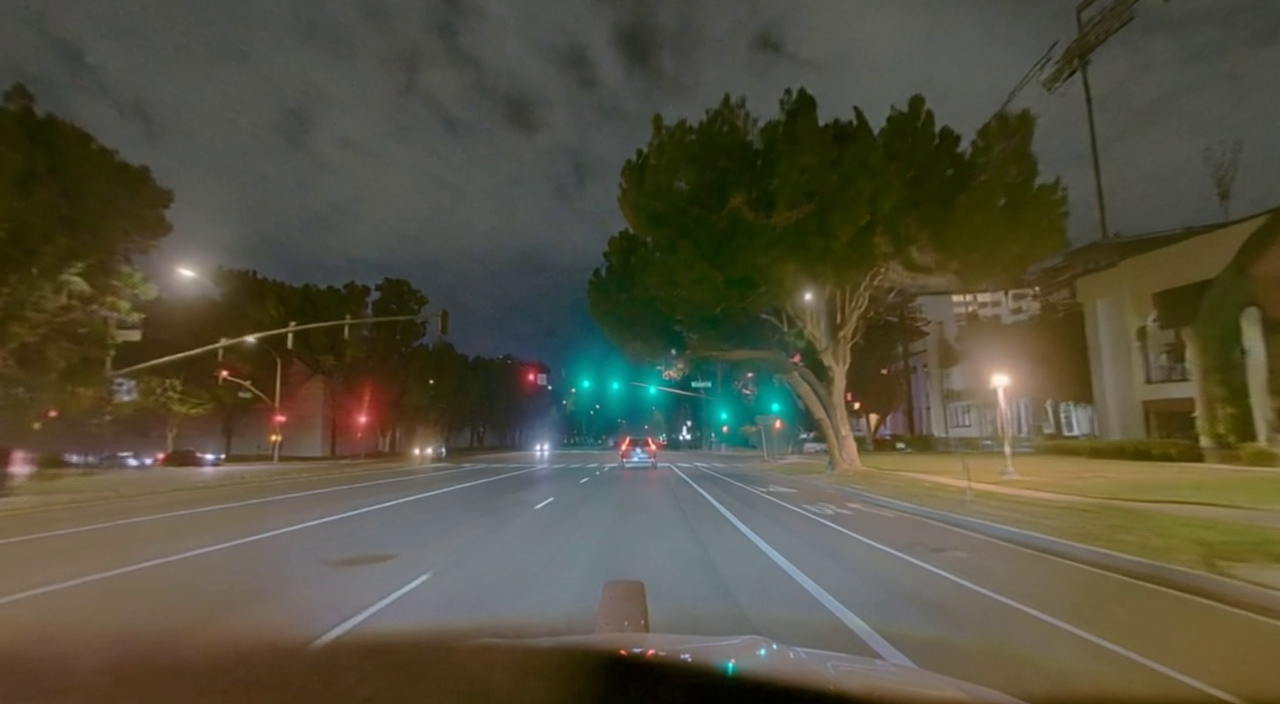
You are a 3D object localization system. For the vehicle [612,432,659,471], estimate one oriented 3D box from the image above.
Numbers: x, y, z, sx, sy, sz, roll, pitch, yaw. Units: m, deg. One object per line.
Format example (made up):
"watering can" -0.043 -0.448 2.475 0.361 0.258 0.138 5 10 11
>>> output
"vehicle" -0.220 4.842 30.910 2.169 1.751 4.276 0 -8 0

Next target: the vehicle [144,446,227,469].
"vehicle" -31.931 7.390 44.330 4.504 1.524 2.226 -2 -9 14

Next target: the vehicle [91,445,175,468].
"vehicle" -39.197 8.075 48.791 4.713 1.693 2.018 0 -8 2
